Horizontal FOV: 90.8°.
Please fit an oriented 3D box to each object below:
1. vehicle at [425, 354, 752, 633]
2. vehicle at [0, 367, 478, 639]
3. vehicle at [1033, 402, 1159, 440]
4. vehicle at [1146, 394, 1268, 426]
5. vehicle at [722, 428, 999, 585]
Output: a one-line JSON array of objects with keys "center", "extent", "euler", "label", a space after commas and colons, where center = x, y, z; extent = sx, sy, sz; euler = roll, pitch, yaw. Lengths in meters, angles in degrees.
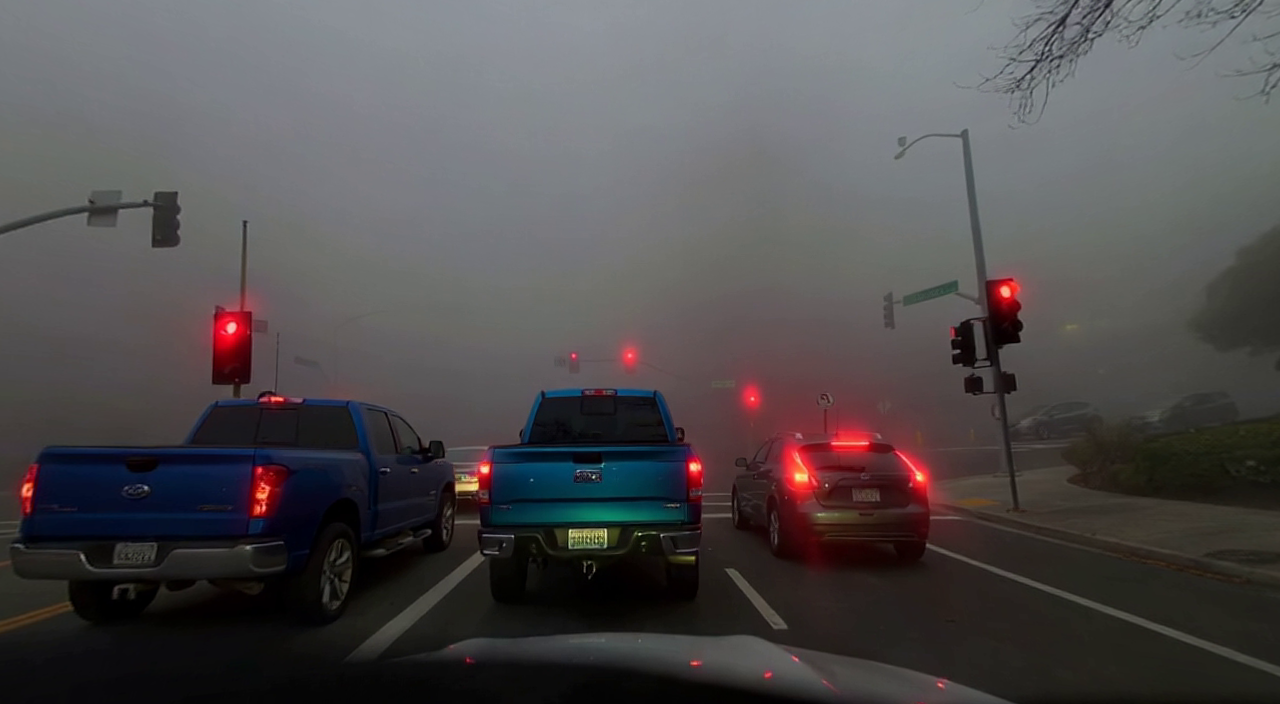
[{"center": [-0.397, 1.314, 6.751], "extent": [2.282, 1.964, 4.421], "euler": [0, -9, -1], "label": "vehicle"}, {"center": [-3.466, 1.396, 6.927], "extent": [2.146, 1.828, 5.148], "euler": [0, -9, -2], "label": "vehicle"}, {"center": [23.327, 3.585, 32.489], "extent": [4.721, 1.866, 2.188], "euler": [0, -9, 2], "label": "vehicle"}, {"center": [29.265, 3.043, 32.698], "extent": [4.540, 1.543, 1.803], "euler": [0, -9, 0], "label": "vehicle"}, {"center": [2.405, 1.815, 8.307], "extent": [2.016, 1.481, 4.336], "euler": [0, -9, -1], "label": "vehicle"}]
